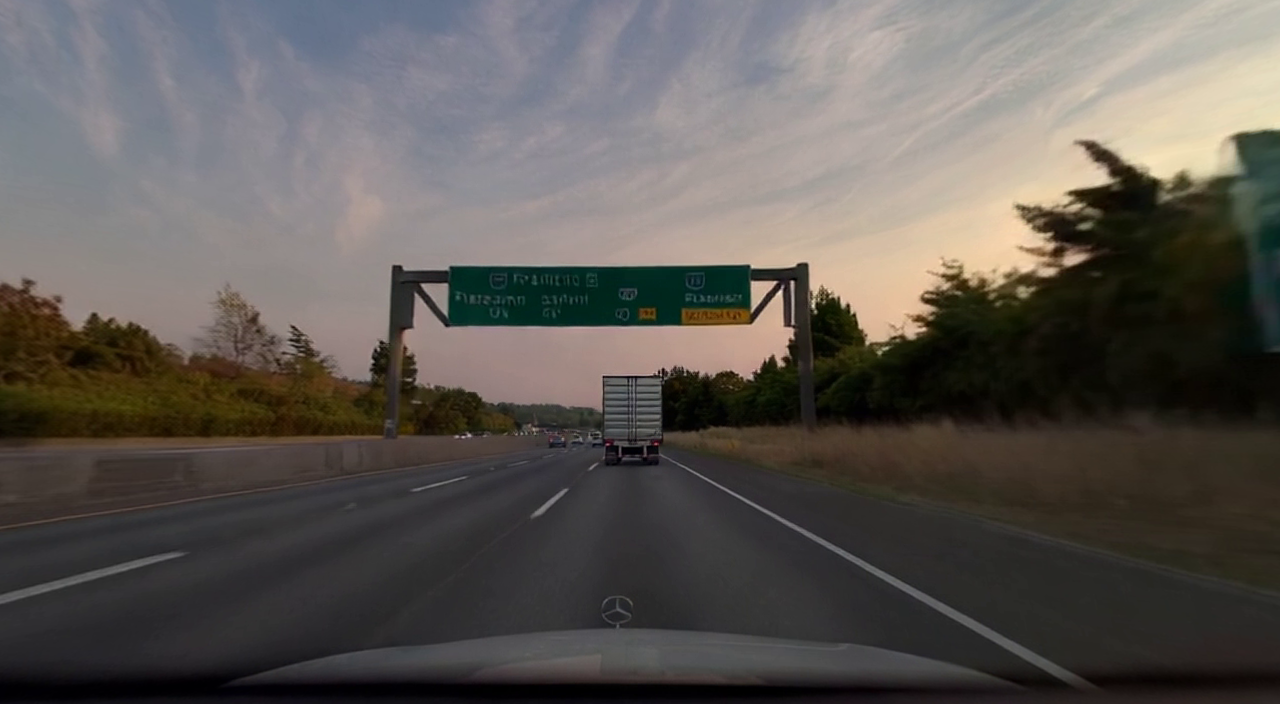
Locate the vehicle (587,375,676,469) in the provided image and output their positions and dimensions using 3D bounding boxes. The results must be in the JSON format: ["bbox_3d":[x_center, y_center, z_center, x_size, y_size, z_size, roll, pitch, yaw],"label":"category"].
[{"bbox_3d":[-0.417,3.496,30.322,3.033,3.223,14.836,4,-7,0],"label":"vehicle"}]
